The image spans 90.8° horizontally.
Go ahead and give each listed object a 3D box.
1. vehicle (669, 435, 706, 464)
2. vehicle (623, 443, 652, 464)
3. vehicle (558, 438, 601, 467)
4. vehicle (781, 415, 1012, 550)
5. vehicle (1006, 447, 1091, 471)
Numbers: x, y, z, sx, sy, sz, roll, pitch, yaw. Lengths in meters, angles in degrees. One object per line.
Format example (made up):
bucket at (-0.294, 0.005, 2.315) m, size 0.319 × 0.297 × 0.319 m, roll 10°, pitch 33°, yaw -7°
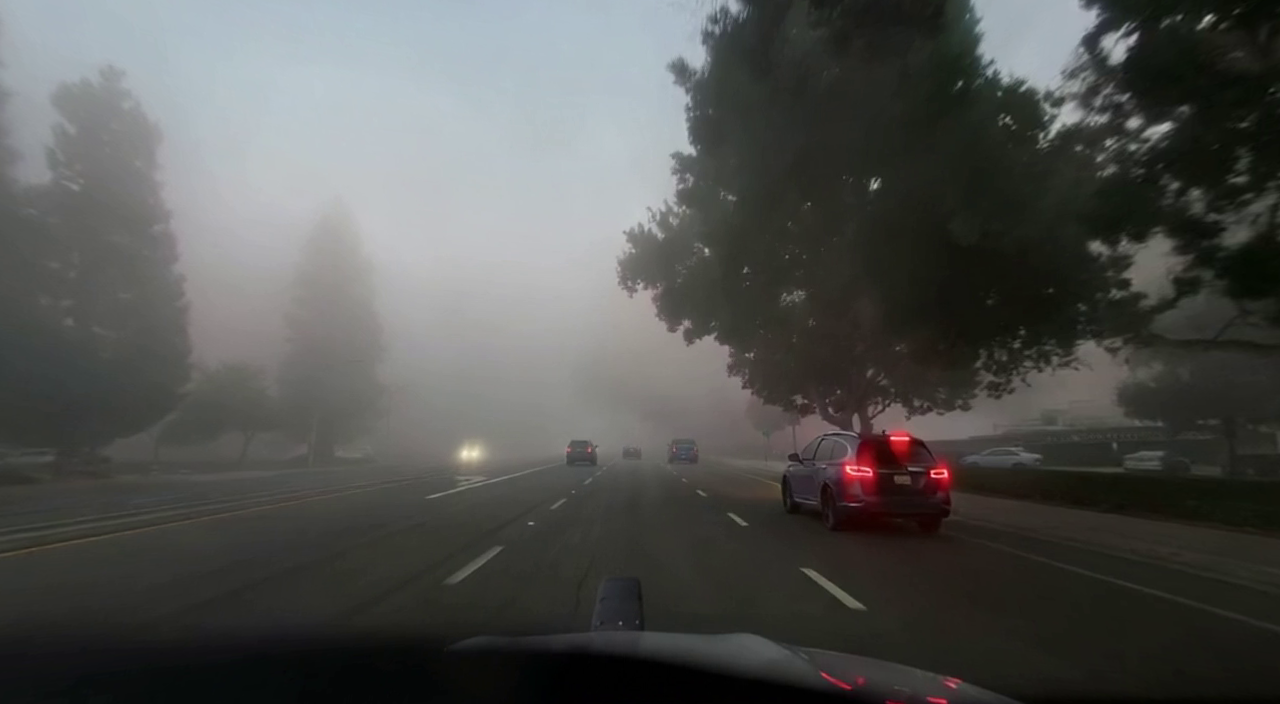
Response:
vehicle at (3.427, 7.220, 46.774) m, size 2.197 × 2.034 × 4.667 m, roll 0°, pitch -8°, yaw -2°
vehicle at (-0.219, 7.554, 47.090) m, size 2.074 × 1.463 × 4.016 m, roll 0°, pitch -8°, yaw -1°
vehicle at (-3.907, 6.610, 41.652) m, size 2.220 × 1.793 × 4.885 m, roll 0°, pitch -8°, yaw 2°
vehicle at (3.997, 2.103, 10.841) m, size 2.060 × 1.816 × 4.343 m, roll 0°, pitch -8°, yaw -1°
vehicle at (28.076, 7.347, 43.516) m, size 4.413 × 1.580 × 2.028 m, roll 0°, pitch -8°, yaw 2°
